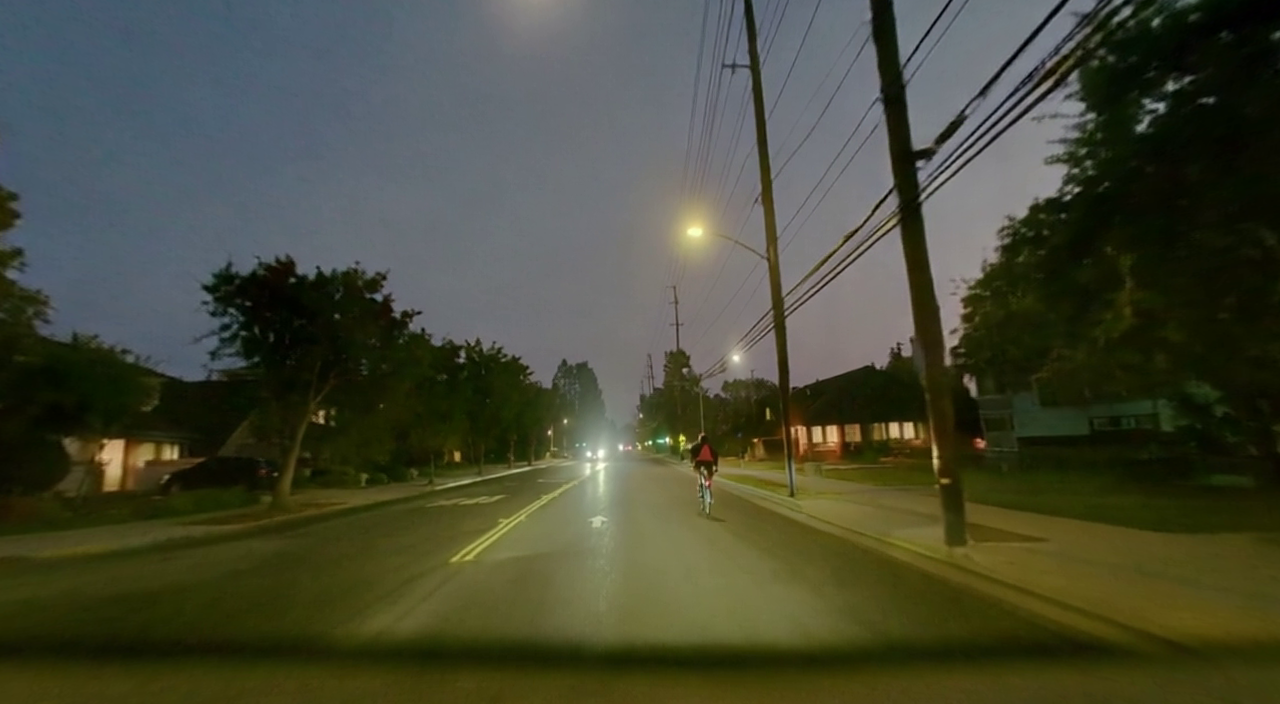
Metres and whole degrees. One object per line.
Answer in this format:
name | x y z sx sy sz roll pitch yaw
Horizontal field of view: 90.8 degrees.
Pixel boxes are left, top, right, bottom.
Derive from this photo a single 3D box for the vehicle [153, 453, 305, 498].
vehicle | -14.611 4.392 22.652 4.143 1.480 1.755 0 -9 -2
